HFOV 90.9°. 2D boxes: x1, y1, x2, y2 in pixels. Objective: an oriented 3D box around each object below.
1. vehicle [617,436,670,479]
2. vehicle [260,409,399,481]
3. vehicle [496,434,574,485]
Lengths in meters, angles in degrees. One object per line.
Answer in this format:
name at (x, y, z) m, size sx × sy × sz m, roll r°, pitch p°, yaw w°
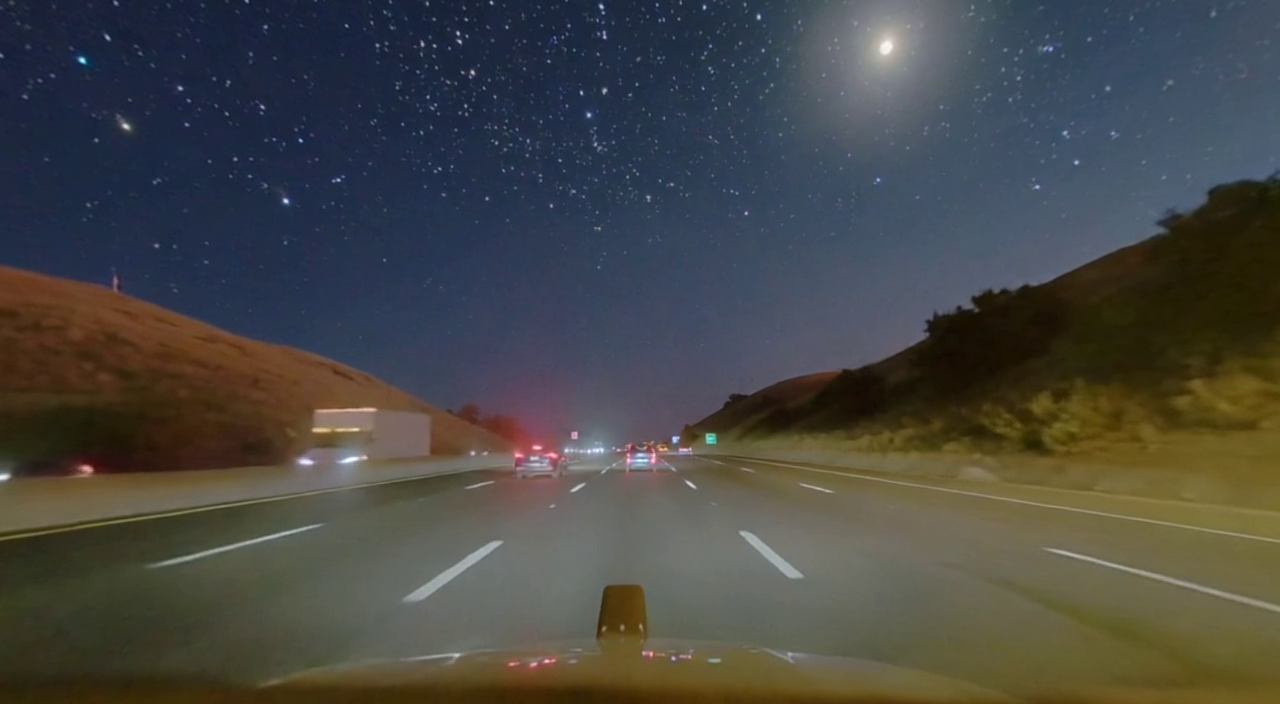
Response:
vehicle at (0.128, 4.469, 27.045) m, size 2.086 × 1.685 × 4.206 m, roll 0°, pitch -8°, yaw 0°
vehicle at (-12.869, 3.957, 26.894) m, size 2.460 × 2.683 × 6.610 m, roll 0°, pitch -8°, yaw 0°
vehicle at (-3.752, 3.921, 23.255) m, size 2.076 × 1.690 × 4.113 m, roll 0°, pitch -8°, yaw 1°
